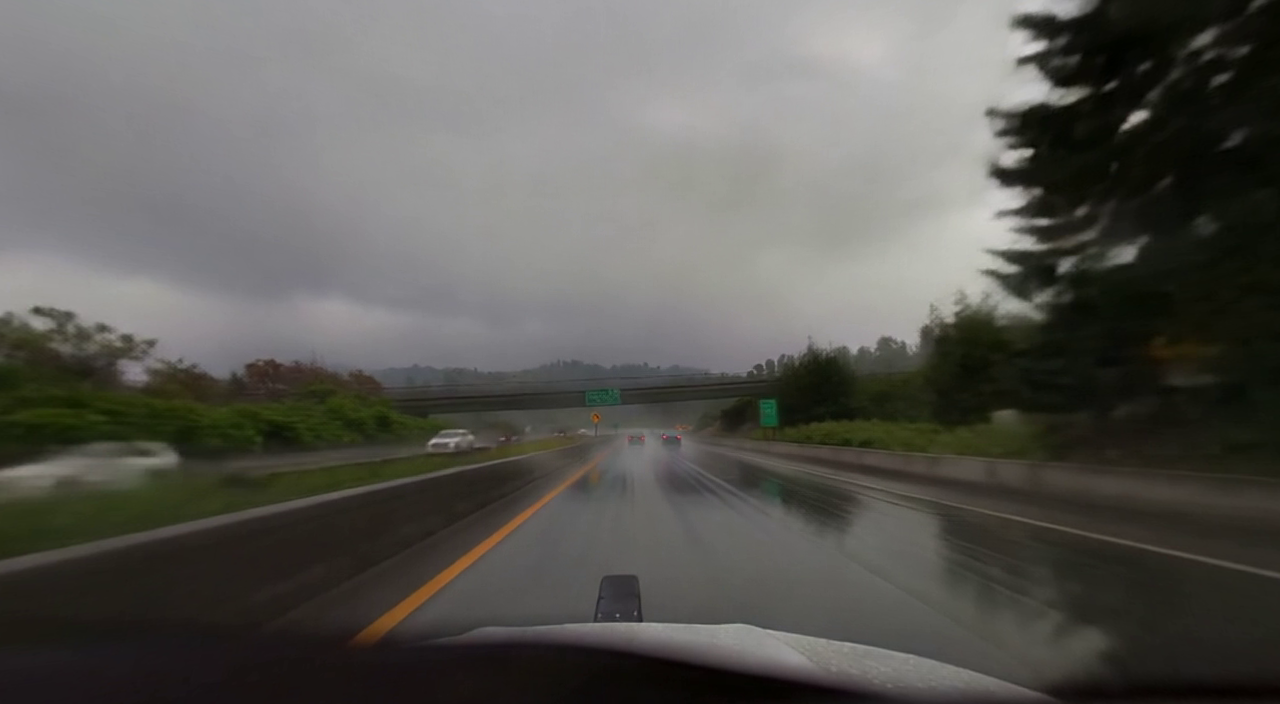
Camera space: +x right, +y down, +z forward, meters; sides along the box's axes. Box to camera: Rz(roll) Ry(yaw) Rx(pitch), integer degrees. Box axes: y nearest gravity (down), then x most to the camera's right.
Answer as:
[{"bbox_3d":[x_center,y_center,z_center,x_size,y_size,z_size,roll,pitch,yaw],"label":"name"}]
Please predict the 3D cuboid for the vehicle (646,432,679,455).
[{"bbox_3d":[1.509,6.233,43.087,1.981,1.490,3.449,0,-8,-3],"label":"vehicle"}]
